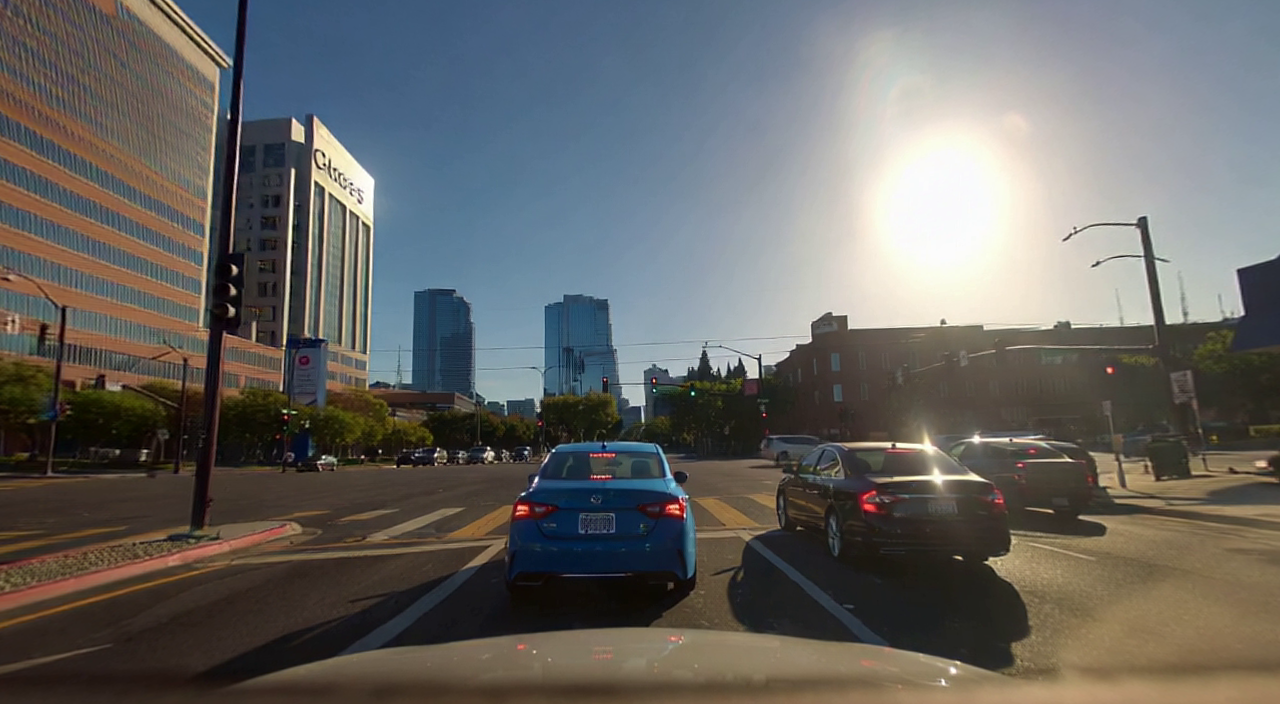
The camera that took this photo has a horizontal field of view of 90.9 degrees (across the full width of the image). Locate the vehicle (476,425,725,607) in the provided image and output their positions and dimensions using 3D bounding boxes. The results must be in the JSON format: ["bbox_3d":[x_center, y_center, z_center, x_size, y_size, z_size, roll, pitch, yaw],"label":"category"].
[{"bbox_3d":[-0.374,1.653,7.283,2.059,1.477,3.988,0,-8,-1],"label":"vehicle"}]

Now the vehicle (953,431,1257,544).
[{"bbox_3d":[7.438,2.164,10.783,1.908,1.517,4.182,0,-8,-1],"label":"vehicle"}]

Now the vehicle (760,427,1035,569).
[{"bbox_3d":[3.209,1.887,8.966,2.042,1.508,4.109,0,-8,-2],"label":"vehicle"}]

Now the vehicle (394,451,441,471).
[{"bbox_3d":[-17.131,8.384,48.680,2.048,1.463,4.530,0,-8,-1],"label":"vehicle"}]
